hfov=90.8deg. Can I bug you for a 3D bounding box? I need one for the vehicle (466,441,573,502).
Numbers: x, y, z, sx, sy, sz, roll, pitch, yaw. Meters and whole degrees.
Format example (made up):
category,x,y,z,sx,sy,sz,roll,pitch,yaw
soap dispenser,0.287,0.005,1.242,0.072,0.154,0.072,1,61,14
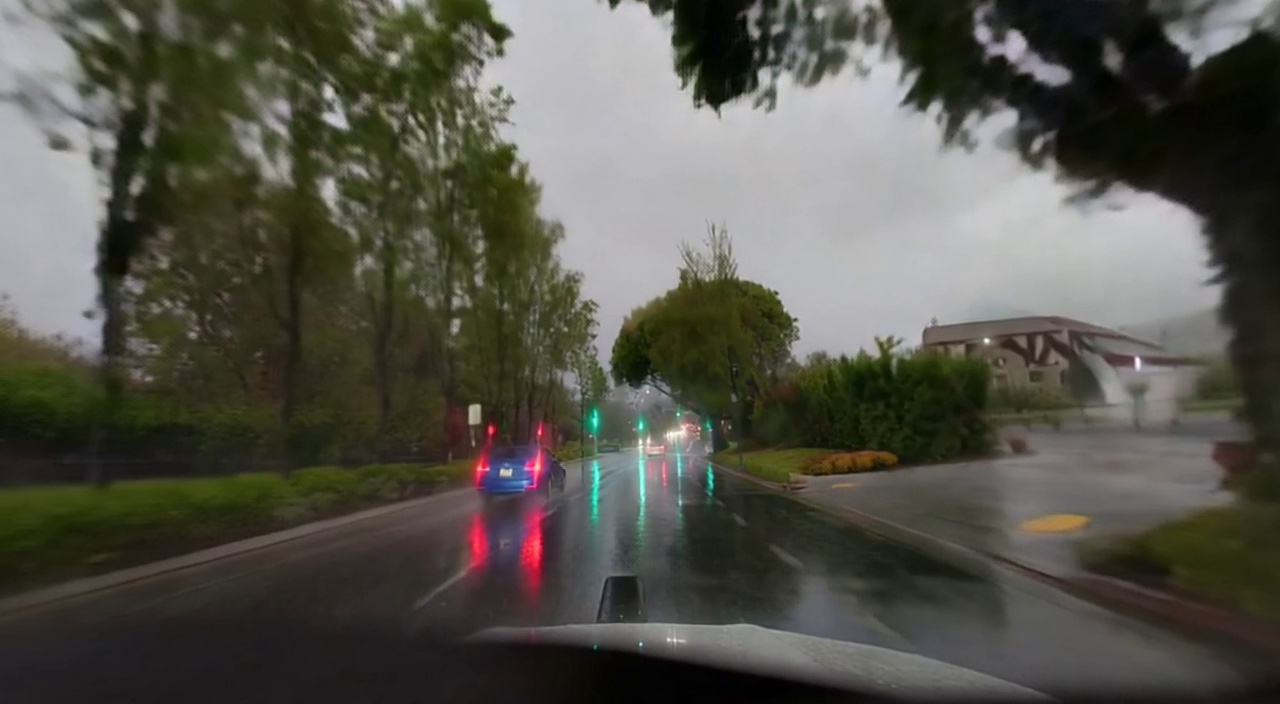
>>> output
category,x,y,z,sx,sy,sz,roll,pitch,yaw
vehicle,-3.283,3.368,18.230,2.038,1.486,4.678,-1,-9,2
